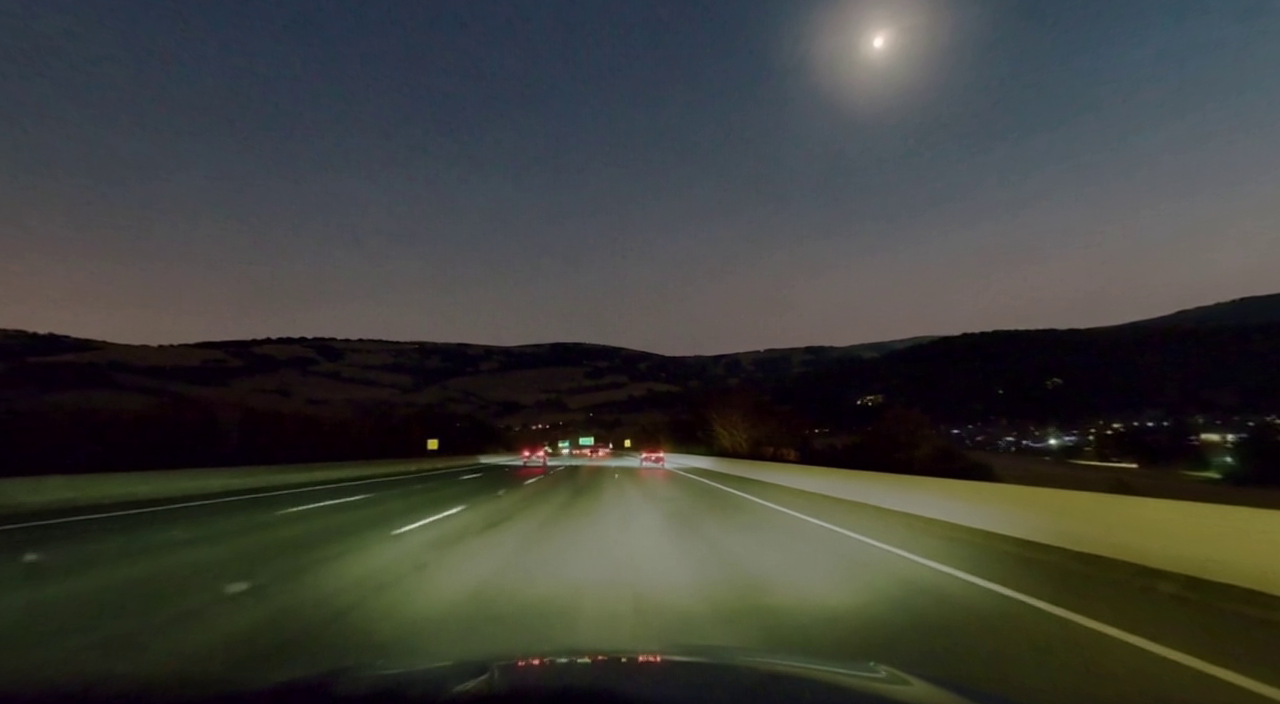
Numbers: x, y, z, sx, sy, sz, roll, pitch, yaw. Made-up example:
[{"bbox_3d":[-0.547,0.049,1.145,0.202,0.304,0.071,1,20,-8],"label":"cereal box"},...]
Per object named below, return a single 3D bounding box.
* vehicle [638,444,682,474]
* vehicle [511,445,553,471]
[{"bbox_3d":[1.007,5.727,33.947,2.019,1.475,4.301,0,-9,-3],"label":"vehicle"},{"bbox_3d":[-6.540,6.439,38.392,1.955,1.468,3.637,0,-9,-1],"label":"vehicle"}]
